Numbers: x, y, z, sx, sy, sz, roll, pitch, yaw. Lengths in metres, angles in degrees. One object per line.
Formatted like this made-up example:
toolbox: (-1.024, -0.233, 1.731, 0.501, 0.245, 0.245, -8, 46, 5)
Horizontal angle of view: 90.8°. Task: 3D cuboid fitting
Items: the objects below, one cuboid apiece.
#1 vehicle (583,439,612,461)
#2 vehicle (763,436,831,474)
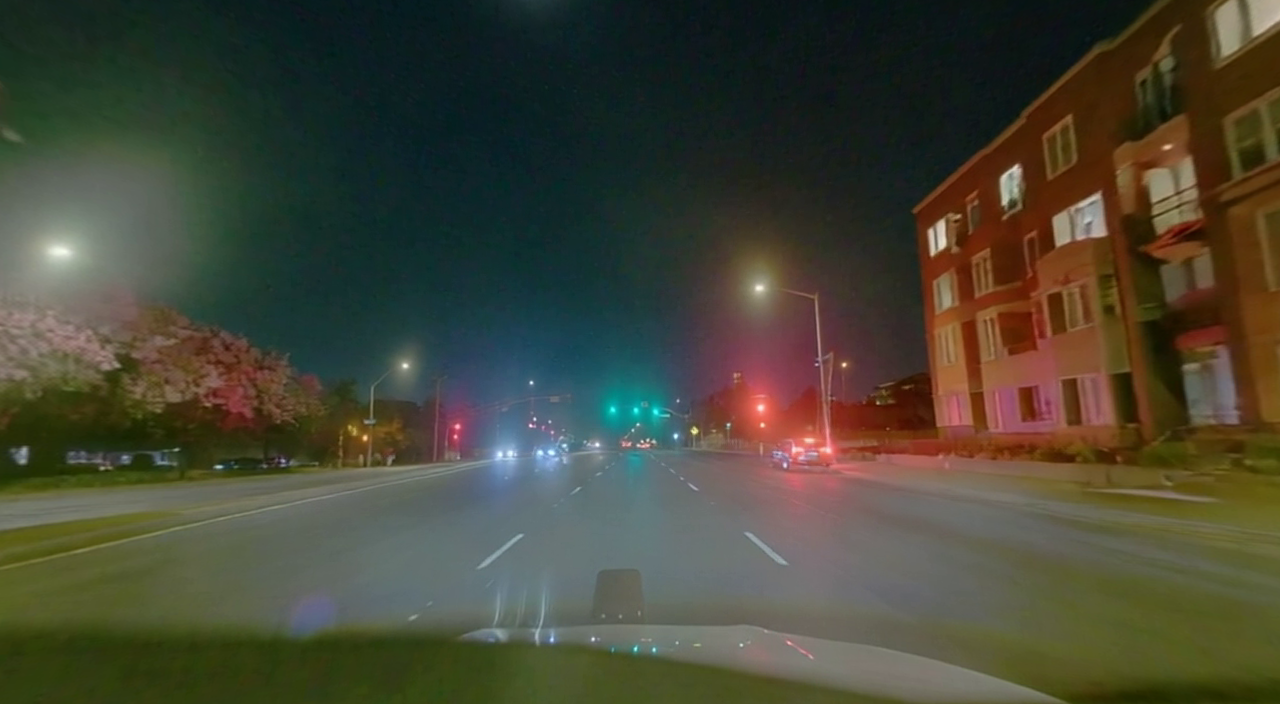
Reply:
vehicle: (-3.197, 7.510, 48.525, 1.993, 1.637, 4.068, 0, -8, 0)
vehicle: (7.125, 4.713, 29.137, 1.933, 1.580, 4.162, 0, -8, -1)
